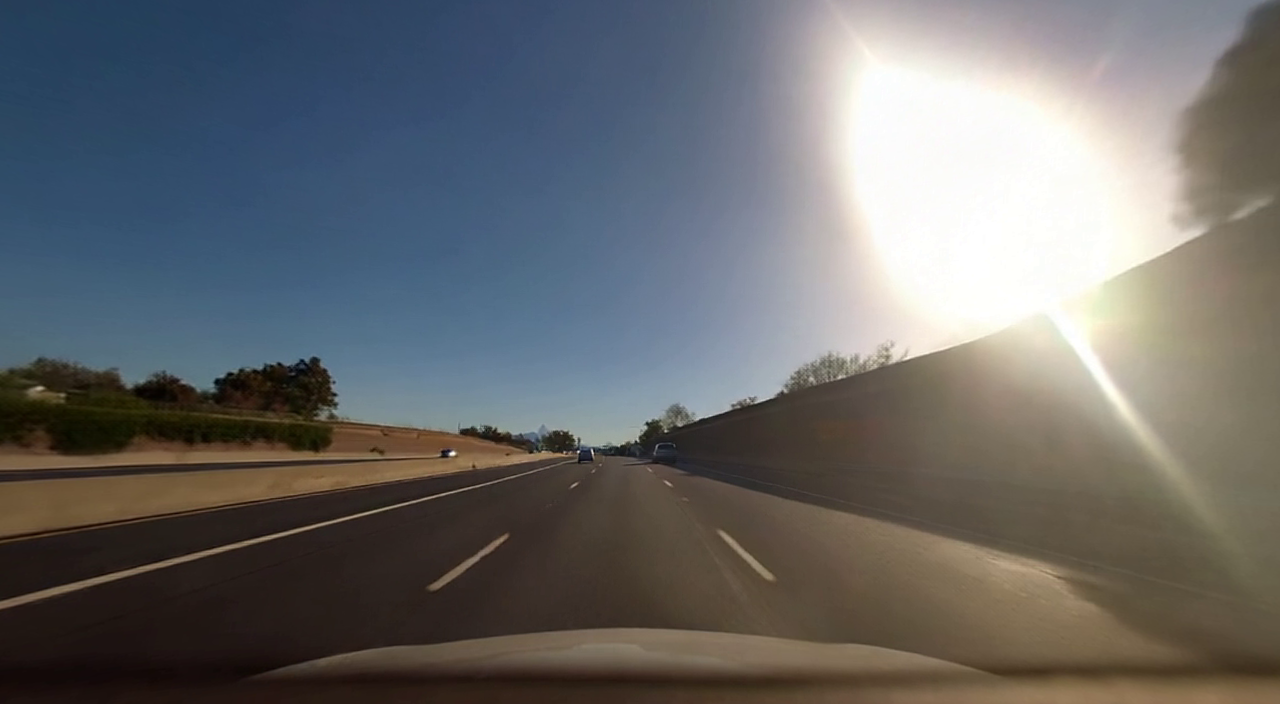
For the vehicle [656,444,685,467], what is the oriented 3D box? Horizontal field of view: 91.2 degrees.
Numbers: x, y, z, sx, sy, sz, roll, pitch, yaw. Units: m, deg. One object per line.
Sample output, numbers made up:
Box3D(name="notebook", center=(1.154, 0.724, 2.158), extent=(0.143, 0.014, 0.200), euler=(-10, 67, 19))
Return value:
Box3D(name="vehicle", center=(2.211, 7.704, 46.726), extent=(1.895, 1.555, 4.030), euler=(-1, -9, 0))
